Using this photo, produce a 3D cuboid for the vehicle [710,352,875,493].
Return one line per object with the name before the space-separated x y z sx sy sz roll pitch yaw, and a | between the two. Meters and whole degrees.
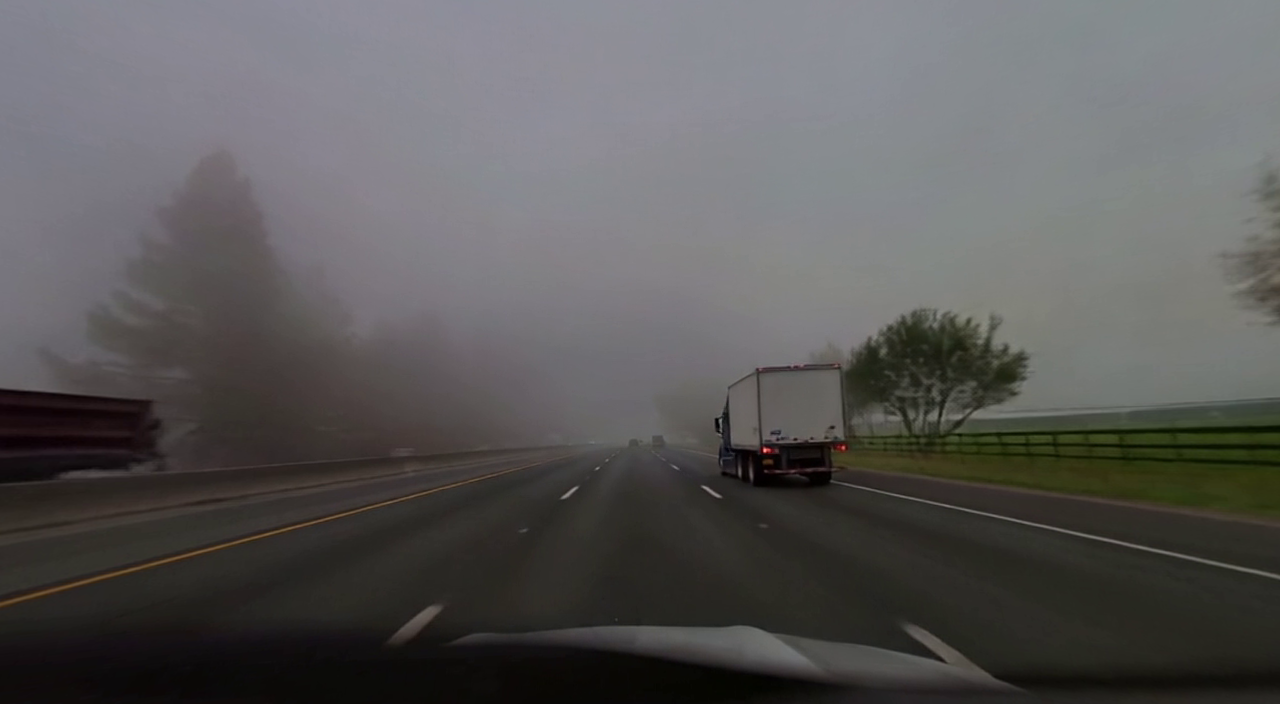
vehicle | 4.060 2.204 18.941 2.766 3.349 7.796 0 -8 -2
